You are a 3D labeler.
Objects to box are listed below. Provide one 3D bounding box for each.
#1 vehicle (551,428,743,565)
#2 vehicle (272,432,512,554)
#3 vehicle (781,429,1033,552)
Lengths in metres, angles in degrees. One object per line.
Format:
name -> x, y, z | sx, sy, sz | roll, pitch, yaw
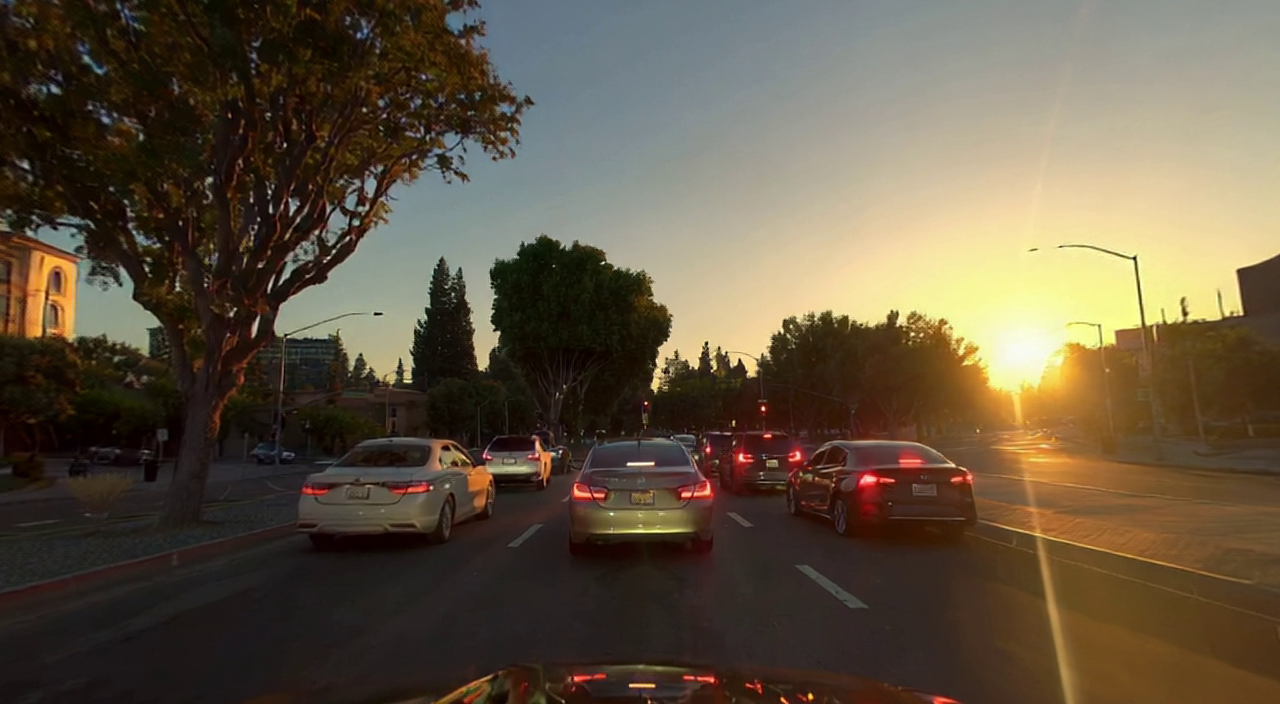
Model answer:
vehicle -> 0.053, 1.878, 8.934 | 2.101, 1.480, 3.929 | 0, -8, -1
vehicle -> -3.458, 2.034, 9.817 | 2.002, 1.465, 4.098 | 0, -8, 1
vehicle -> 3.782, 2.027, 10.010 | 1.990, 1.486, 4.431 | 0, -8, -1
